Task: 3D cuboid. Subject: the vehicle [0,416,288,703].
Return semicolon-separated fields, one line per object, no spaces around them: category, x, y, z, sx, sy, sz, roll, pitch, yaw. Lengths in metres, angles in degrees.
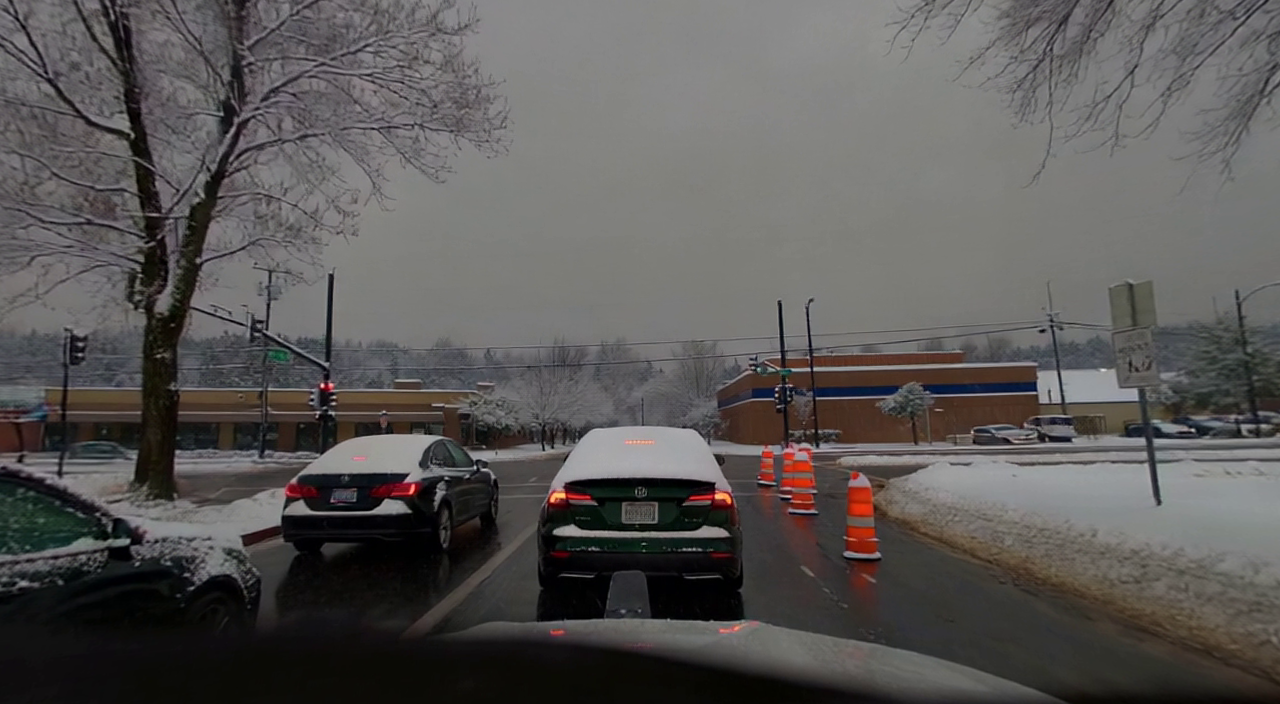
vehicle;-3.593;0.946;2.144;1.964;1.497;4.722;0;-9;1

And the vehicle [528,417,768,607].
vehicle;0.115;1.627;7.216;2.021;1.560;3.676;0;-9;1

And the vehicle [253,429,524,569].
vehicle;-3.272;2.004;9.447;1.989;1.541;4.626;0;-9;2

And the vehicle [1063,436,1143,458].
vehicle;36.676;7.551;49.983;4.791;1.635;1.857;0;-9;1

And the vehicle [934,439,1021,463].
vehicle;21.890;6.437;40.944;4.579;1.480;1.819;0;-9;3
